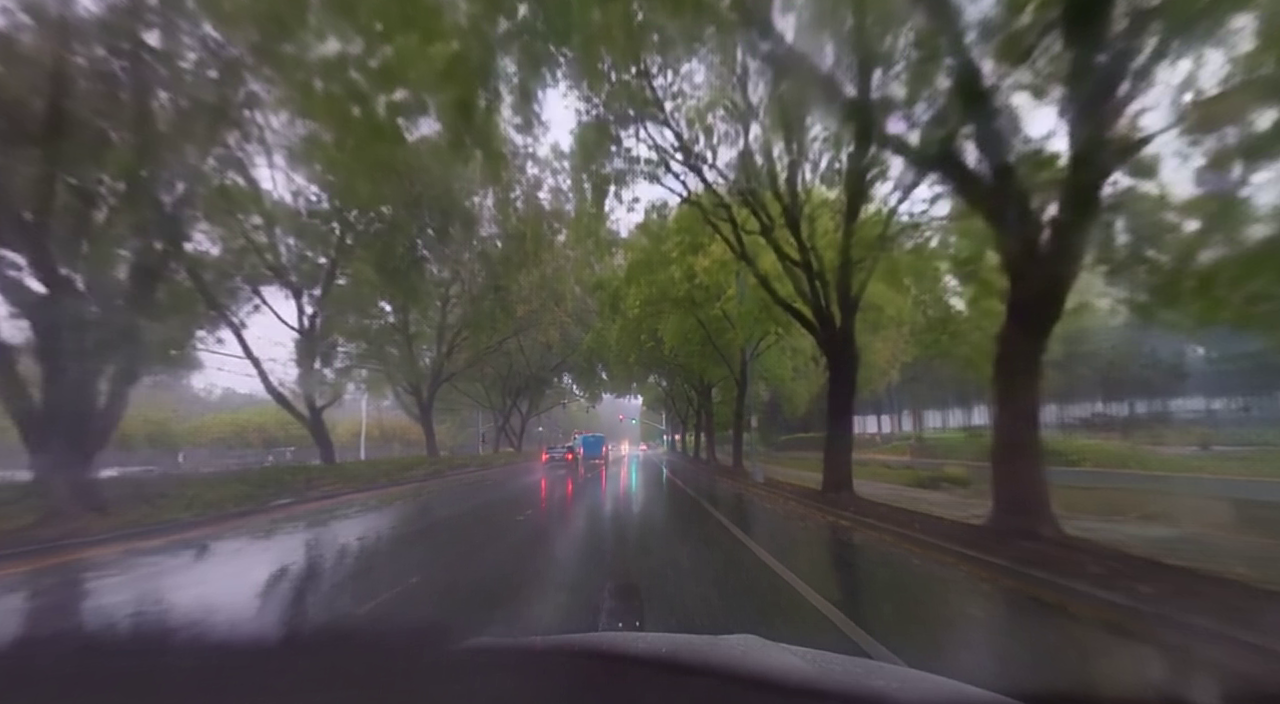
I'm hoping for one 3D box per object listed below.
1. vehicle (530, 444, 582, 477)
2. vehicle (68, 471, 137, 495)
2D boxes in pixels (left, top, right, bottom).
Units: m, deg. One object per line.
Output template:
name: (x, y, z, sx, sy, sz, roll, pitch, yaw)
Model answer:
vehicle: (-3.970, 5.210, 30.475, 2.009, 1.473, 4.028, 0, -9, -1)
vehicle: (-37.115, 9.027, 43.698, 1.686, 1.432, 3.673, 1, -9, -5)
